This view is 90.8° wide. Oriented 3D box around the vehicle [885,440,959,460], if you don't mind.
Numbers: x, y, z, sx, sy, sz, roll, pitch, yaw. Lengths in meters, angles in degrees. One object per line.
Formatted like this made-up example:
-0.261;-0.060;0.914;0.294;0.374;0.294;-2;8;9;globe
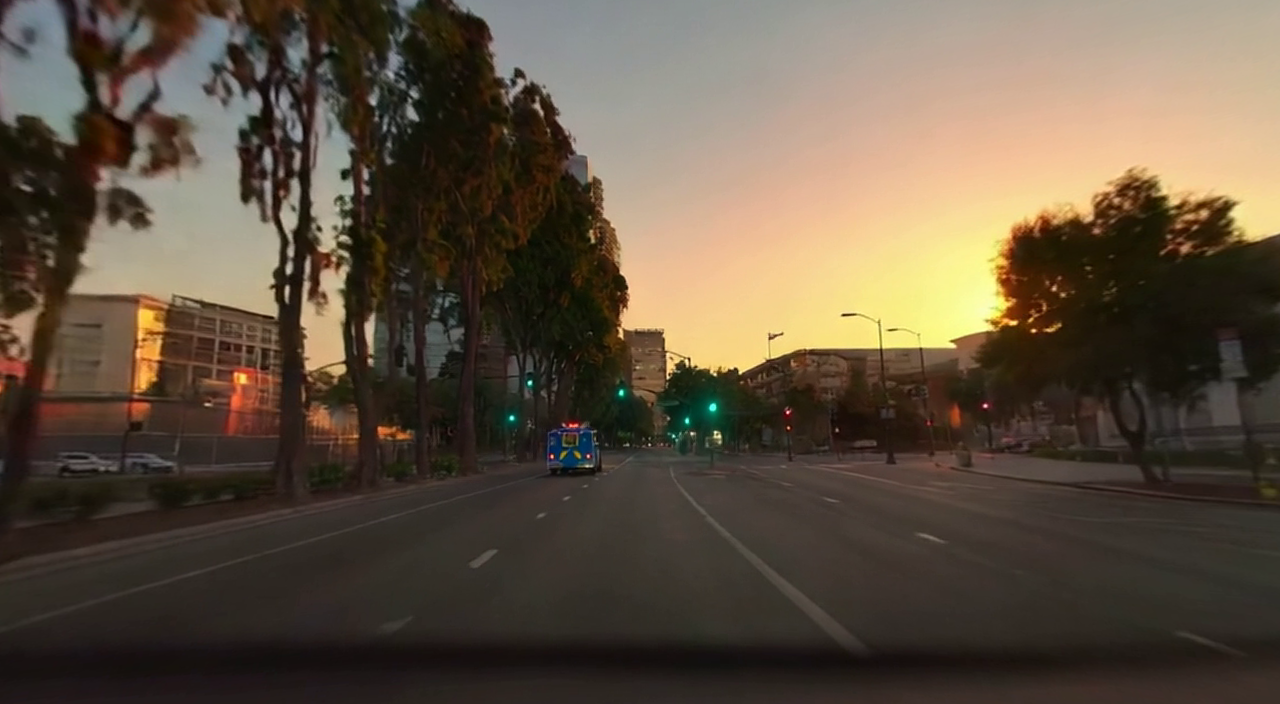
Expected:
21.911;7.613;49.206;4.813;1.476;1.868;0;-9;1;vehicle

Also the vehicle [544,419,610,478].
-3.176;5.066;33.214;2.633;2.787;5.796;-1;-9;2;vehicle
